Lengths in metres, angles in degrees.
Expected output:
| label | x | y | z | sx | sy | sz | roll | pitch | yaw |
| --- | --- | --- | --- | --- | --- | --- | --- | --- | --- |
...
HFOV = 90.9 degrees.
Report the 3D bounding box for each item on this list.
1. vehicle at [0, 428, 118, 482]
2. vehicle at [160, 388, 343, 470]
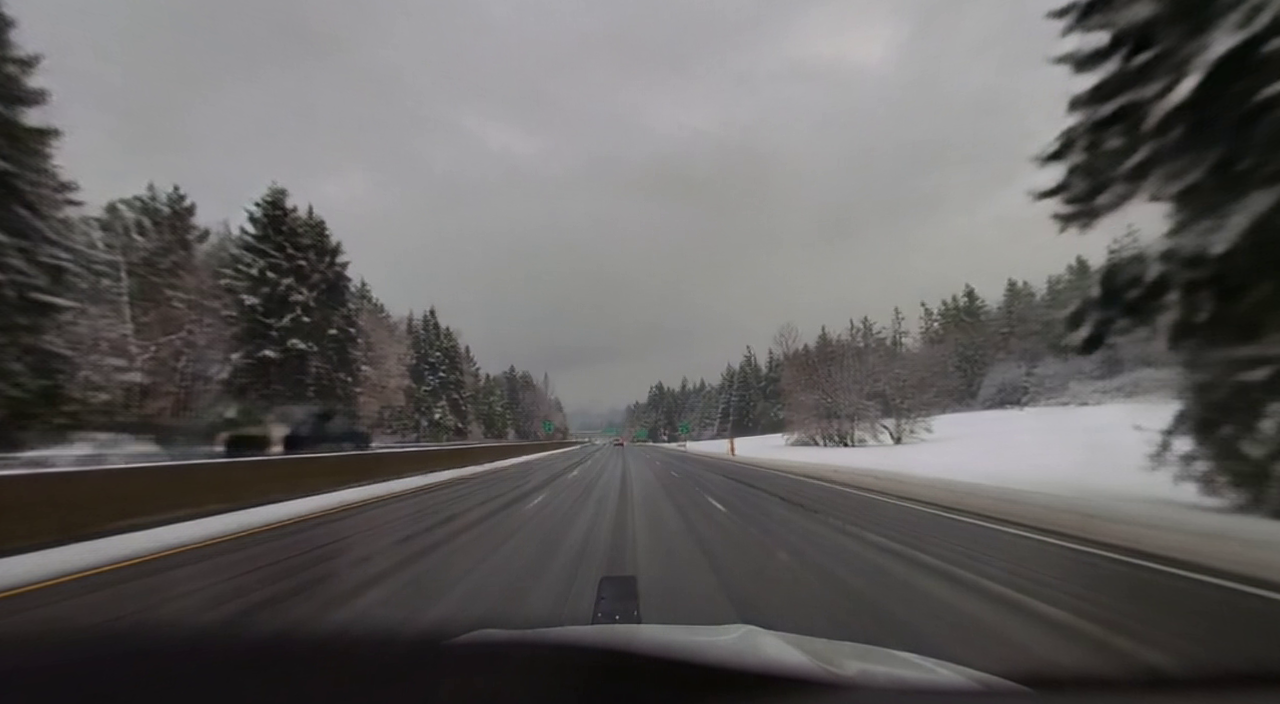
| label | x | y | z | sx | sy | sz | roll | pitch | yaw |
| --- | --- | --- | --- | --- | --- | --- | --- | --- | --- |
| vehicle | -17.574 | 2.943 | 18.352 | 1.651 | 1.406 | 3.654 | 0 | -7 | -2 |
| vehicle | -13.116 | 2.714 | 22.066 | 2.231 | 2.431 | 6.581 | 0 | -8 | -1 |
